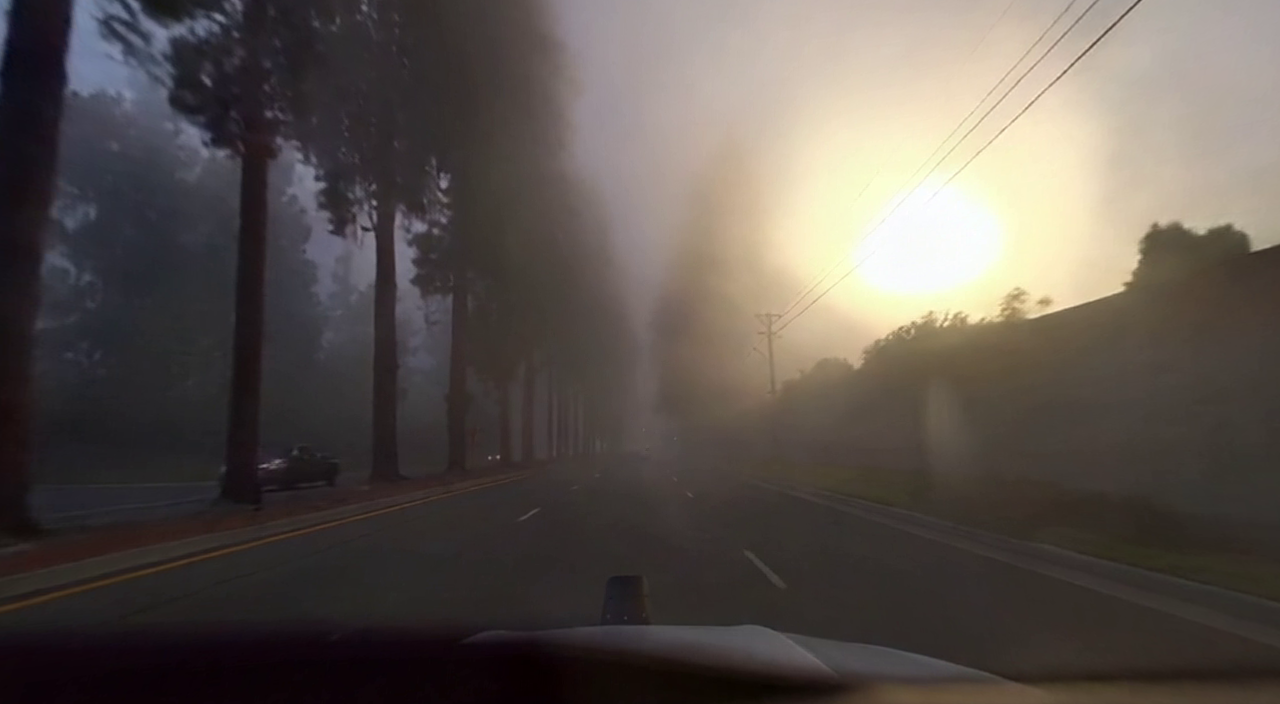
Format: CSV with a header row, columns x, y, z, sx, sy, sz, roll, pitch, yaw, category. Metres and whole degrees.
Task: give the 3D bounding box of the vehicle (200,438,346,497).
x,y,z,sx,sy,sz,roll,pitch,yaw,category
-14.826,4.685,26.106,2.368,2.104,6.159,0,-8,0,vehicle
